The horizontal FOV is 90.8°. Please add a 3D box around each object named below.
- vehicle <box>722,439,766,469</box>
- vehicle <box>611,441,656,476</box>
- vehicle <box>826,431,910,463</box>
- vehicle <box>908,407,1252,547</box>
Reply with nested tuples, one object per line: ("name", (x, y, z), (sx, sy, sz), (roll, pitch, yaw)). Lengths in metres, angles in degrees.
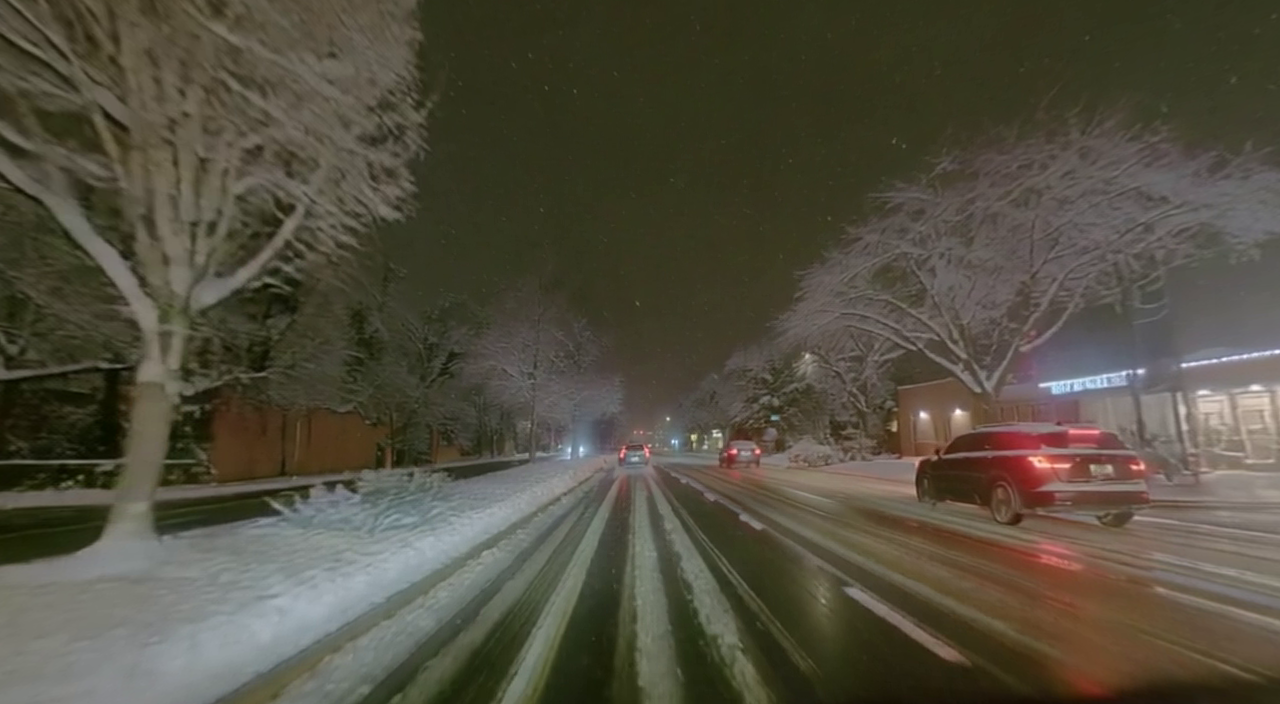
("vehicle", (6.591, 6.527, 40.590), (1.955, 1.845, 4.538), (0, -8, -1))
("vehicle", (-0.325, 5.113, 30.515), (2.037, 1.568, 3.693), (0, -8, -1))
("vehicle", (17.762, 7.437, 49.527), (2.395, 2.336, 5.803), (5, -10, -32))
("vehicle", (7.308, 2.152, 11.641), (2.240, 1.923, 5.678), (0, -8, 0))
